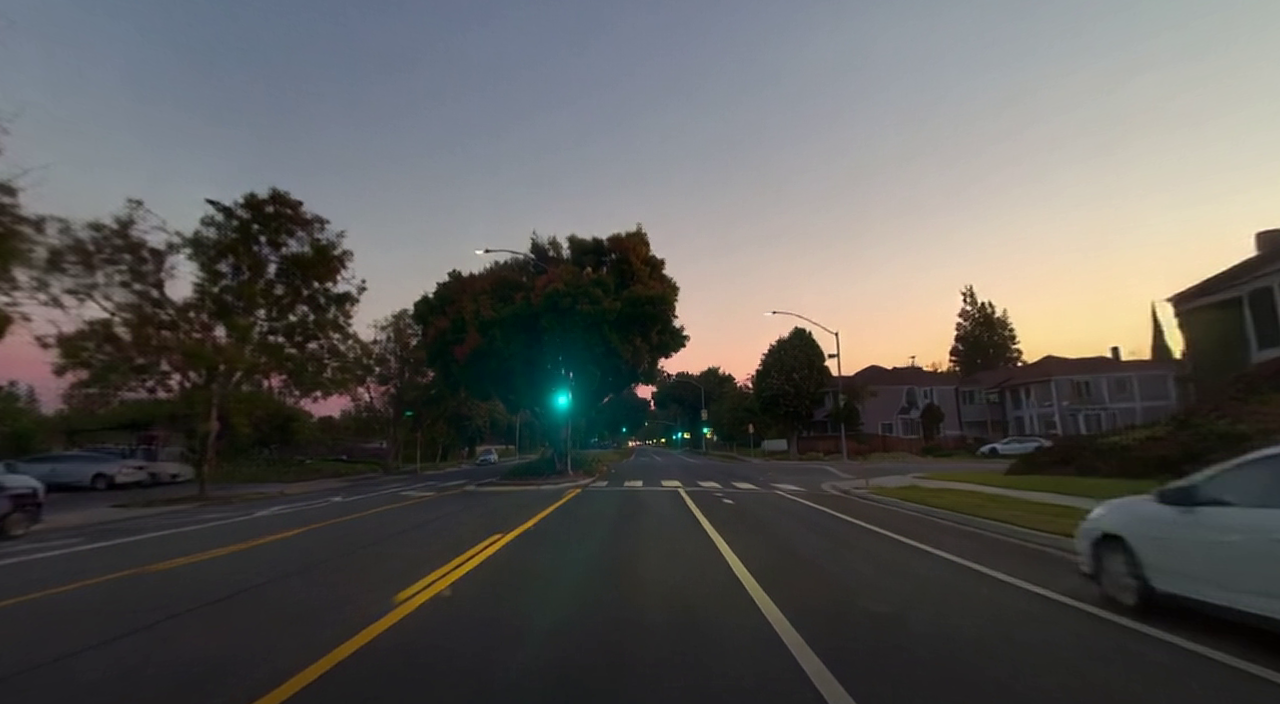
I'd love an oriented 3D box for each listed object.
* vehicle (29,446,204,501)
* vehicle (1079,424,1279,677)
[{"bbox_3d":[-20.720,4.792,25.130,5.039,2.037,2.093,-1,-8,1],"label":"vehicle"},{"bbox_3d":[4.839,1.141,3.352,1.915,1.521,4.375,0,-8,1],"label":"vehicle"}]
